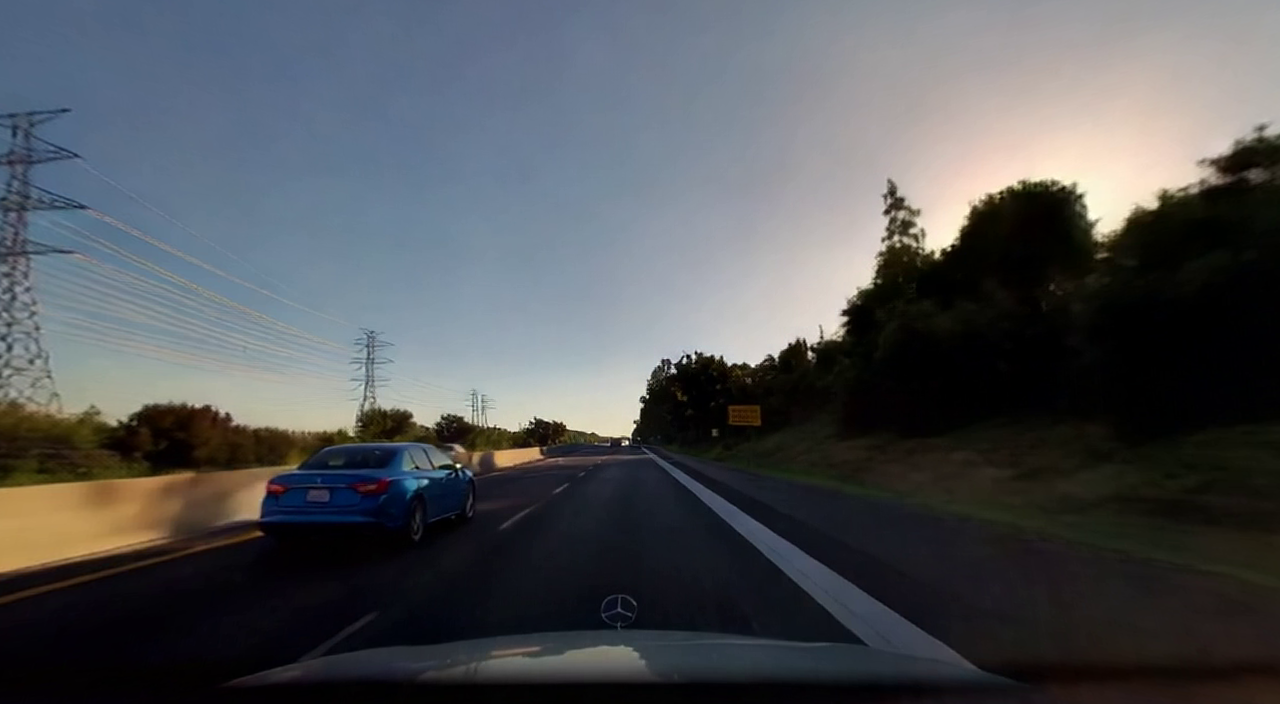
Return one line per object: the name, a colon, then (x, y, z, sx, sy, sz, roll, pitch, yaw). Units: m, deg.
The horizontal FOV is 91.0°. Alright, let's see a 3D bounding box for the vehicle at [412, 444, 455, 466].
vehicle: (-15.556, 7.765, 47.657, 1.840, 1.553, 4.155, 0, -8, -1)
